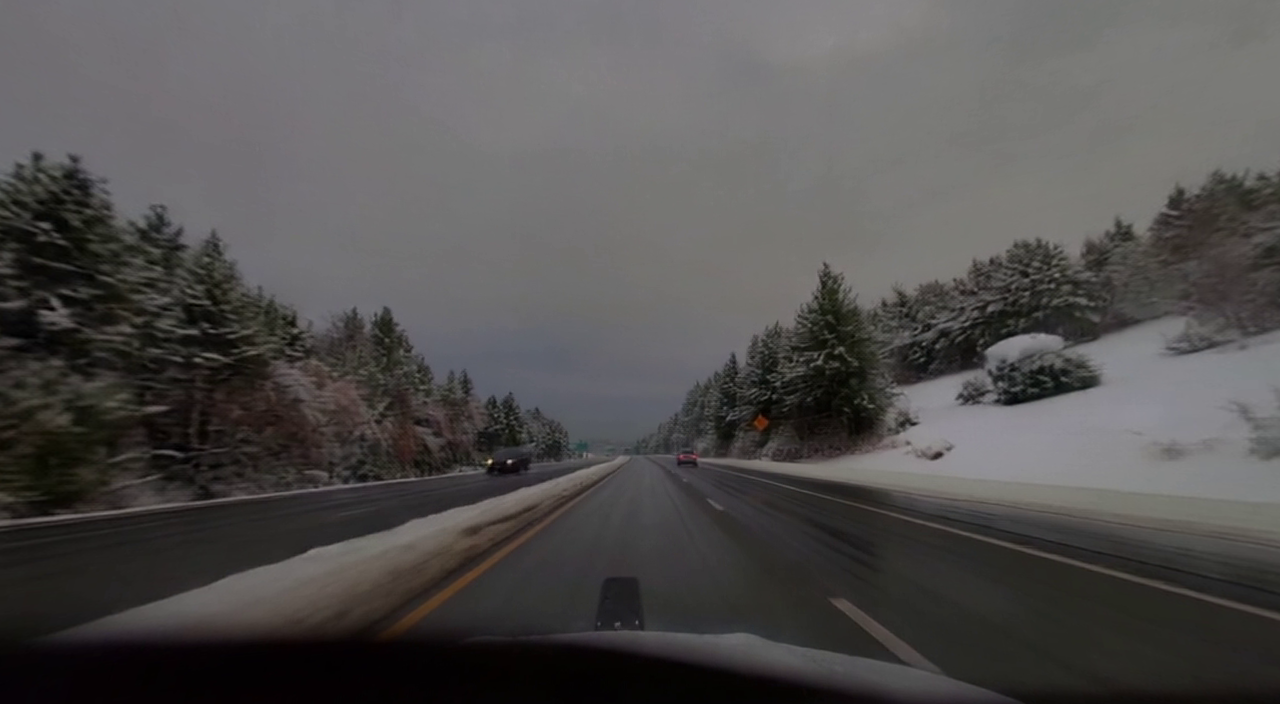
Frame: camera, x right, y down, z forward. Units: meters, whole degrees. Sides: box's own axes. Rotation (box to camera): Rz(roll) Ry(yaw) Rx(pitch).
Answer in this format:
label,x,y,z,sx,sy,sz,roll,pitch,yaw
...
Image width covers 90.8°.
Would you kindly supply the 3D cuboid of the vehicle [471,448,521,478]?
label,x,y,z,sx,sy,sz,roll,pitch,yaw
vehicle,-9.220,7.156,40.922,2.177,1.747,4.436,0,-8,0
